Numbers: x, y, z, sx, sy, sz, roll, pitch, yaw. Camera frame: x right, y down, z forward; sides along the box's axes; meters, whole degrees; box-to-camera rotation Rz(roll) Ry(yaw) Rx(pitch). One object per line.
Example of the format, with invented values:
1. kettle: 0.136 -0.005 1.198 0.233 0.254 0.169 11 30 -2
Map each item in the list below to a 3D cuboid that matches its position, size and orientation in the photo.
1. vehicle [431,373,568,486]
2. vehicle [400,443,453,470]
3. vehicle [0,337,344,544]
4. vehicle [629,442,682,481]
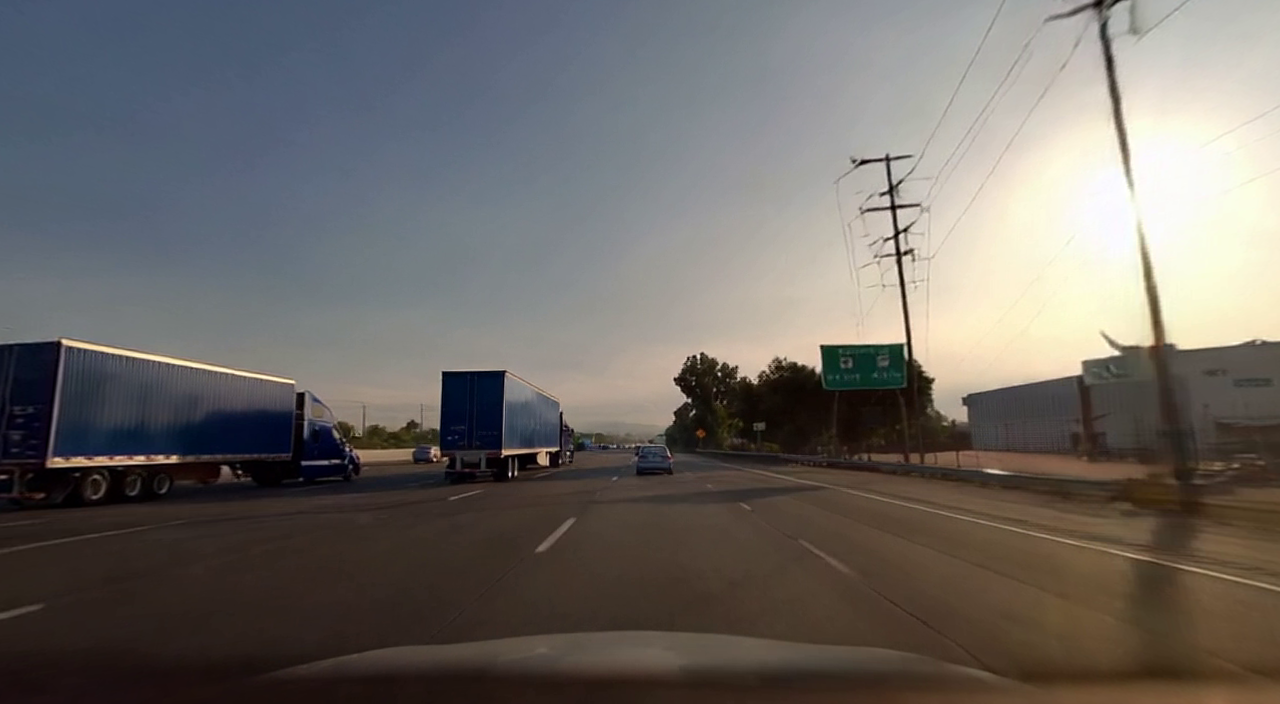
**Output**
1. vehicle: -5.960 3.927 30.501 2.907 4.081 15.311 0 -8 1
2. vehicle: -14.230 6.955 42.296 1.938 1.679 4.469 0 -8 1
3. vehicle: -10.569 2.022 14.342 2.896 3.140 9.491 0 -8 1
4. vehicle: 0.633 4.581 26.748 2.055 1.514 4.323 0 -8 1
